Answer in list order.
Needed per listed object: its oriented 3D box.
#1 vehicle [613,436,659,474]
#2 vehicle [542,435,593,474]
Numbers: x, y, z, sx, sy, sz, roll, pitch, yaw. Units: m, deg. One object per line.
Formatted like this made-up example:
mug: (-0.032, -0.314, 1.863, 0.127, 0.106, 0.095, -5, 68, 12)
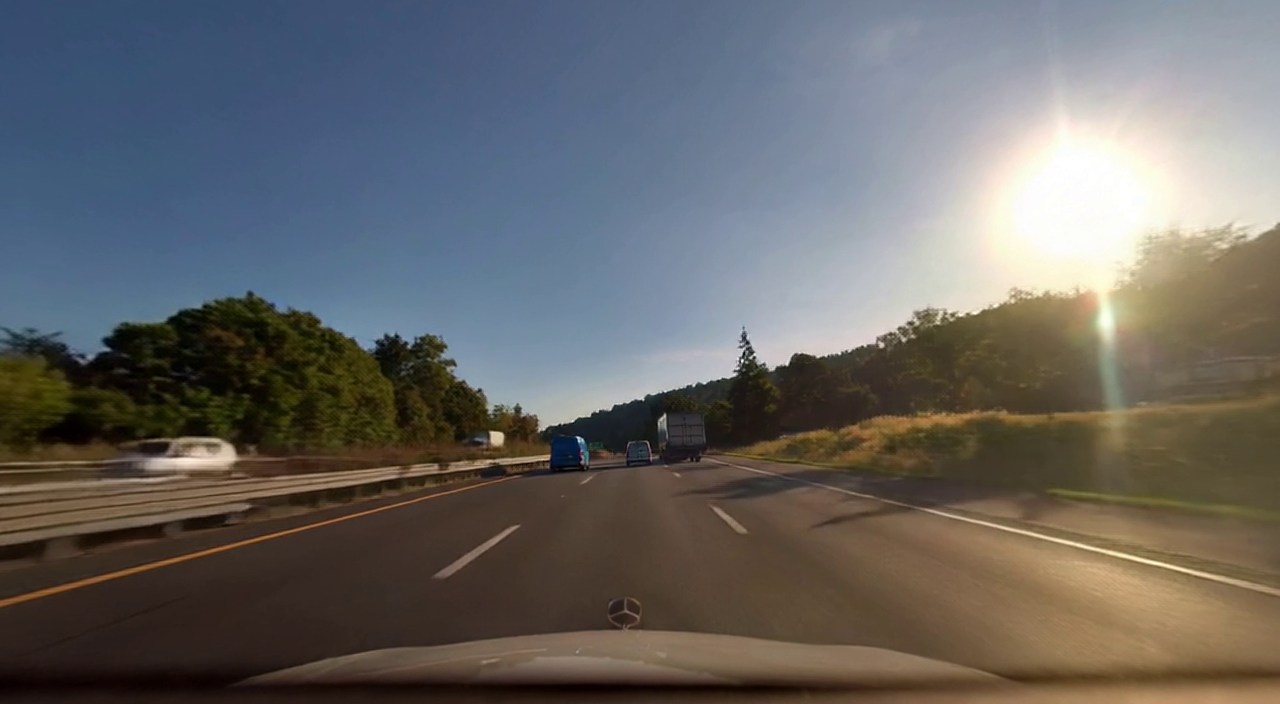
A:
vehicle: (-0.204, 5.289, 32.561, 2.209, 1.825, 4.036, 0, -9, 0)
vehicle: (-3.955, 5.692, 35.224, 2.167, 1.991, 5.062, -1, -9, 1)
